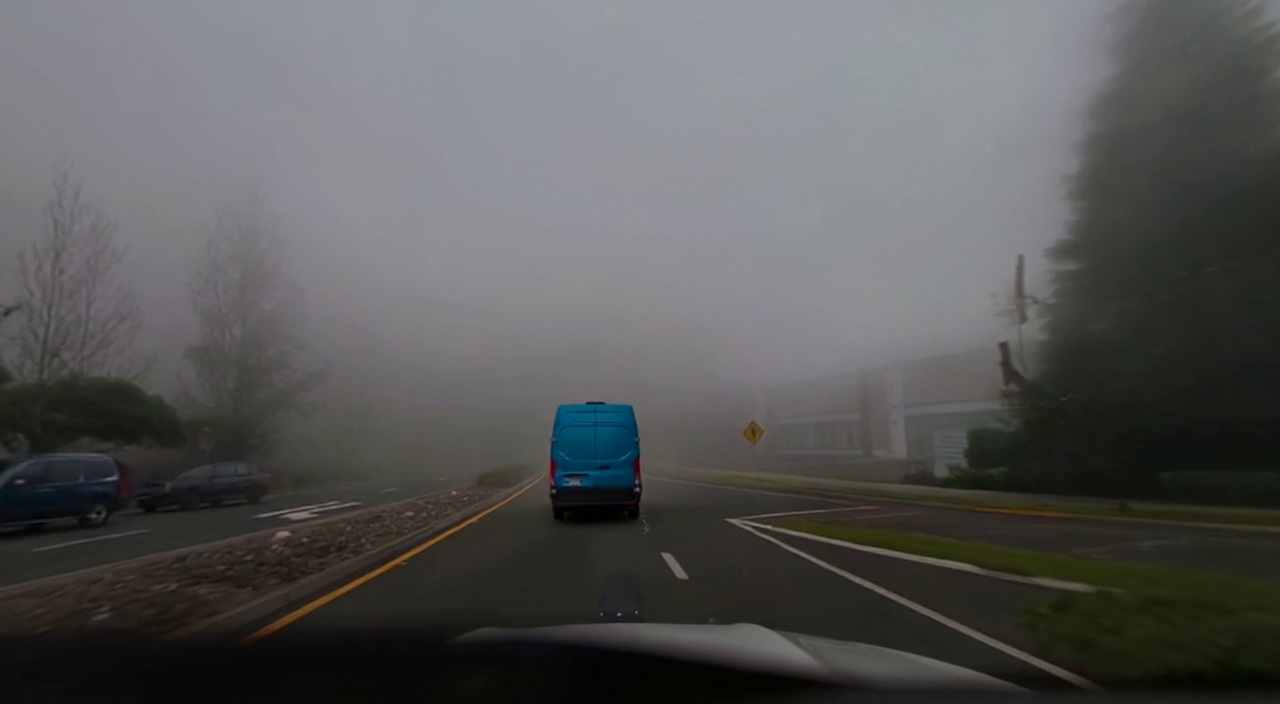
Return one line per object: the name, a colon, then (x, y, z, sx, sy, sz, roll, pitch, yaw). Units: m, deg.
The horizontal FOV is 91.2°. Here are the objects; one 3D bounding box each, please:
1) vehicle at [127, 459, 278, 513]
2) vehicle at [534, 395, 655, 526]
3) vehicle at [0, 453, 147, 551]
vehicle: (-15.918, 4.840, 23.165, 1.938, 1.688, 4.523, -1, -9, 7)
vehicle: (-1.223, 2.638, 15.626, 2.432, 2.624, 5.670, 1, -9, -6)
vehicle: (-12.260, 2.903, 12.374, 2.114, 1.668, 3.747, -2, -9, -3)
